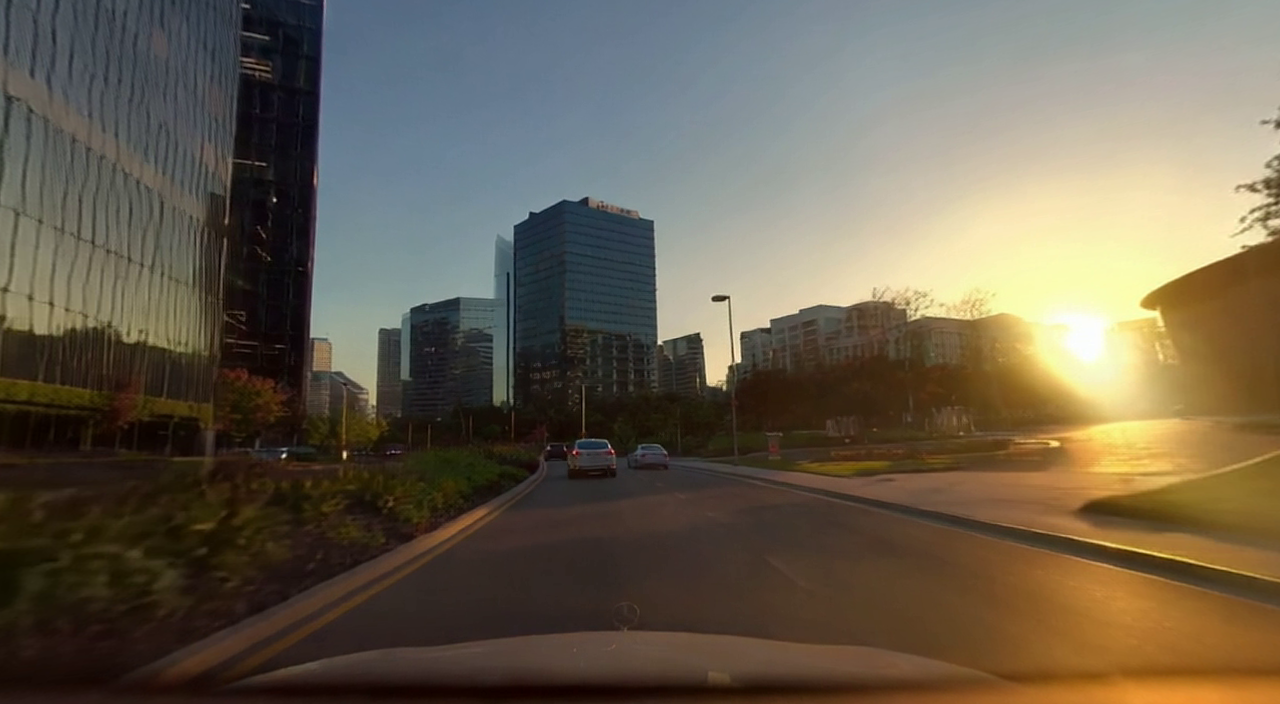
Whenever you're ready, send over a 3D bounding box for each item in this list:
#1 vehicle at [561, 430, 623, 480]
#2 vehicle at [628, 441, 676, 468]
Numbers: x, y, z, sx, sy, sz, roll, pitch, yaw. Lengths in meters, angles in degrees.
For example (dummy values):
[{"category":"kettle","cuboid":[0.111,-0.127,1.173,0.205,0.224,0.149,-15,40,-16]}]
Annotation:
[{"category":"vehicle","cuboid":[-1.924,3.997,24.562,2.173,1.761,4.374,1,-9,-6]},{"category":"vehicle","cuboid":[0.668,6.280,38.750,2.116,1.506,4.355,2,-9,-10]}]
